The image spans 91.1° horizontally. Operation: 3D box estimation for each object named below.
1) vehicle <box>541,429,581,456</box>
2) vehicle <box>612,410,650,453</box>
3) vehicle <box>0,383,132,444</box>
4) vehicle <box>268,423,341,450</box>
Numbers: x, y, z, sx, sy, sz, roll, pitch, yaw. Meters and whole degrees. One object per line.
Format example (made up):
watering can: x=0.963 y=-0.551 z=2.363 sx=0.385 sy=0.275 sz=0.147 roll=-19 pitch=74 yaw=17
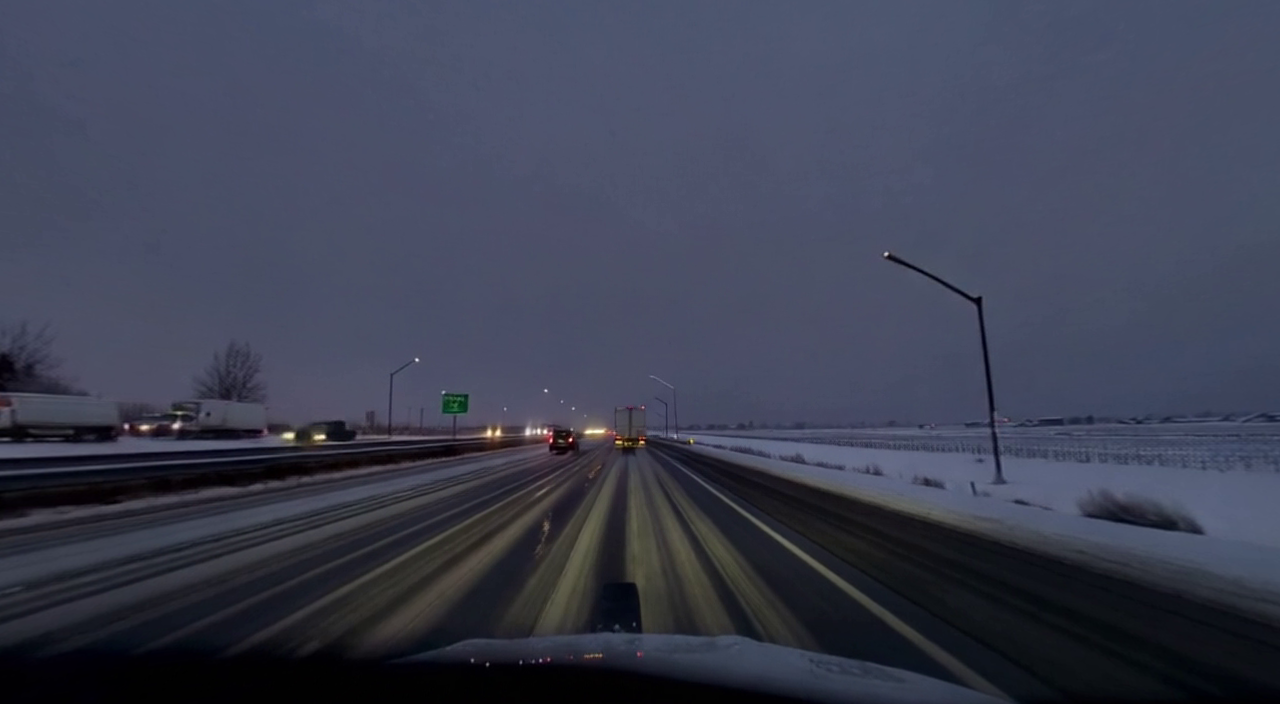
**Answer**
vehicle: x=-4.688 y=5.463 z=37.930 sx=1.932 sy=1.544 sz=3.864 roll=0 pitch=-8 yaw=-1
vehicle: x=-0.648 y=5.478 z=42.979 sx=2.418 sy=2.704 sz=6.445 roll=0 pitch=-8 yaw=-2
vehicle: x=-41.700 y=4.593 z=45.277 sx=2.866 sy=3.976 sz=8.572 roll=0 pitch=-8 yaw=0
vehicle: x=-19.961 y=5.079 z=37.649 sx=1.860 sy=1.514 sz=4.643 roll=0 pitch=-8 yaw=-1
